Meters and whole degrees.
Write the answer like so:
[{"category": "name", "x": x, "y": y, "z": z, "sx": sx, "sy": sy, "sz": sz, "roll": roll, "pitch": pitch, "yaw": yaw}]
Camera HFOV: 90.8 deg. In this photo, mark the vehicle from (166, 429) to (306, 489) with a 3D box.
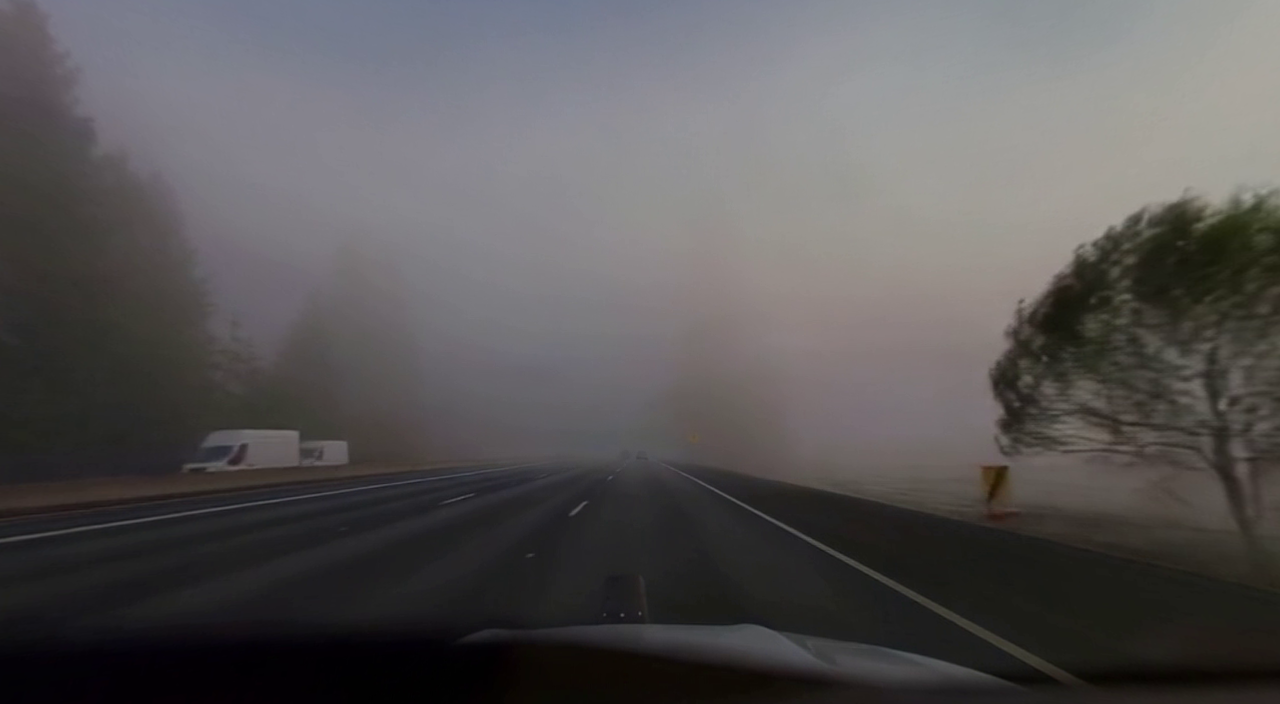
[{"category": "vehicle", "x": -19.750, "y": 5.271, "z": 31.456, "sx": 2.271, "sy": 2.580, "sz": 7.002, "roll": 0, "pitch": -9, "yaw": 0}]
